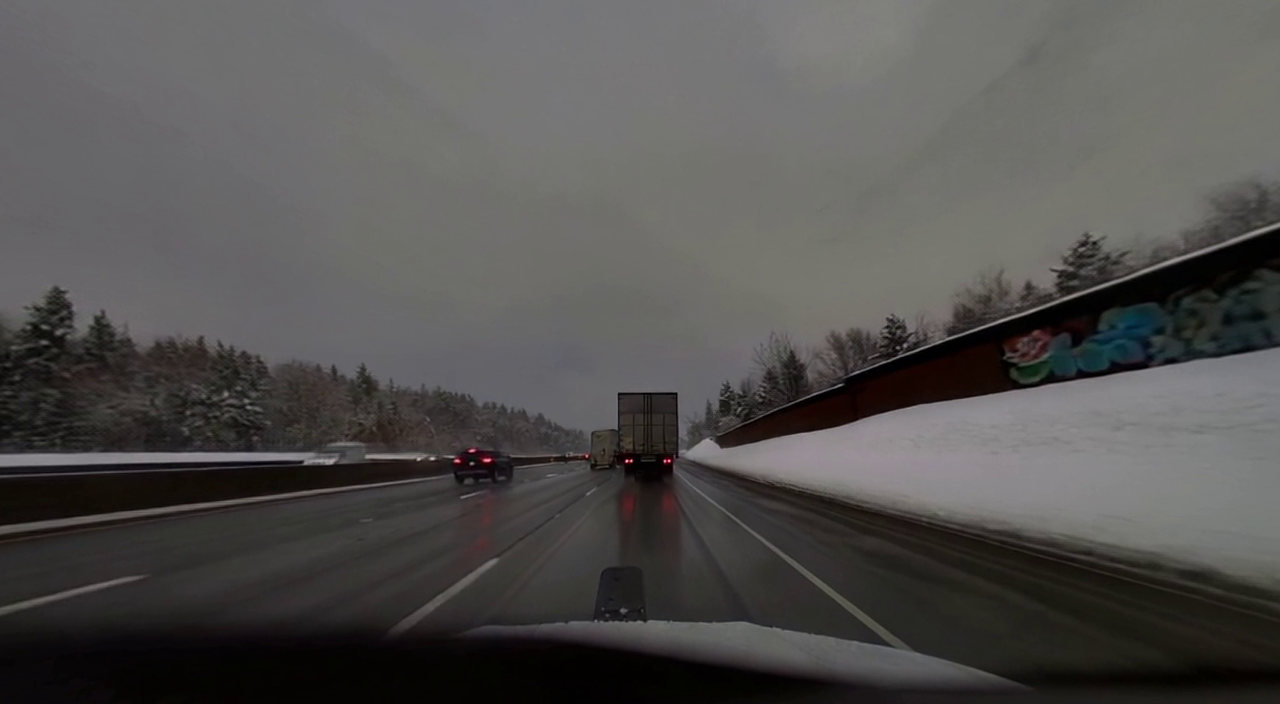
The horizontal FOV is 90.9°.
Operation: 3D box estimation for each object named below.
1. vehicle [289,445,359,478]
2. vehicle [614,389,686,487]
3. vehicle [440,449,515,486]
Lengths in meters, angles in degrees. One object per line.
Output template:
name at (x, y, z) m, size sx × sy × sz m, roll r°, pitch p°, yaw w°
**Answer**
vehicle at (-19.608, 6.807, 39.336) m, size 1.987 × 1.948 × 4.363 m, roll 0°, pitch -9°, yaw 1°
vehicle at (0.446, 4.413, 31.715) m, size 2.997 × 4.069 × 10.871 m, roll 0°, pitch -9°, yaw 0°
vehicle at (-7.224, 5.177, 28.622) m, size 1.998 × 1.529 × 4.850 m, roll 0°, pitch -9°, yaw 2°
